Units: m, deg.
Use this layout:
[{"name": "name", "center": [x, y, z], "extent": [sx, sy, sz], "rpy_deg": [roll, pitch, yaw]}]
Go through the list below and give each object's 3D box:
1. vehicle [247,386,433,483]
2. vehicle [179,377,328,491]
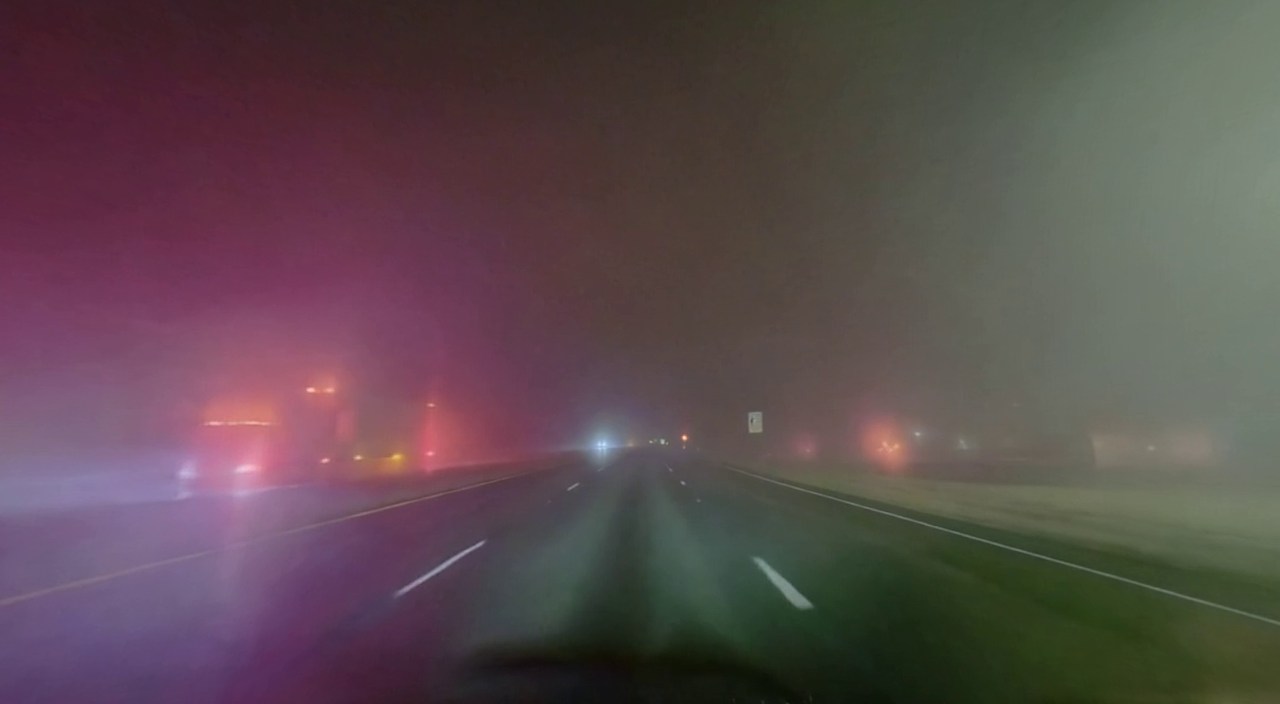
[{"name": "vehicle", "center": [-15.063, 4.518, 33.853], "extent": [2.970, 4.086, 14.344], "rpy_deg": [0, -8, 0]}, {"name": "vehicle", "center": [-15.023, 3.249, 24.907], "extent": [2.989, 4.083, 4.195], "rpy_deg": [1, -8, 0]}]
